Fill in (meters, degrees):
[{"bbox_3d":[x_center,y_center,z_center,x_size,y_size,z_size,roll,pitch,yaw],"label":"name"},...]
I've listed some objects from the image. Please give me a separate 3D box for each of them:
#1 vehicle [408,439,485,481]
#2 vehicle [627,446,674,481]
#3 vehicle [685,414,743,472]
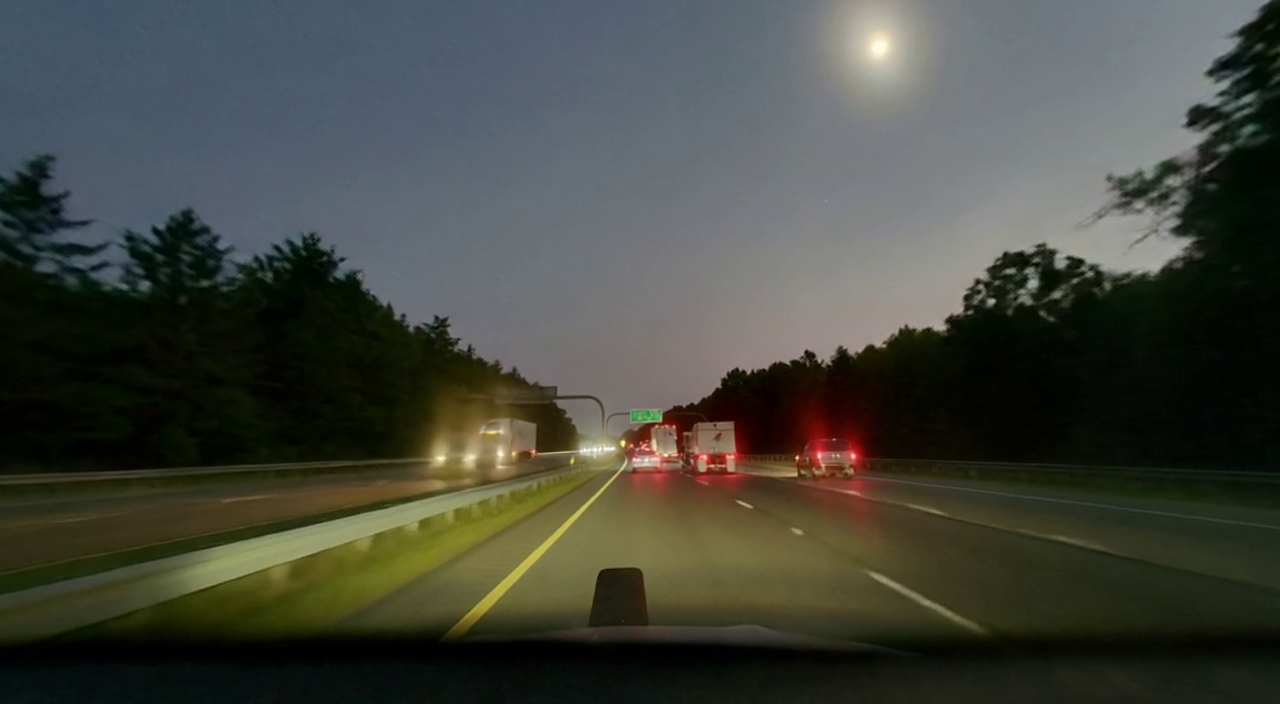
[{"bbox_3d":[-8.480,4.759,28.060,2.044,1.696,4.248,0,-9,0],"label":"vehicle"},{"bbox_3d":[0.449,5.193,29.746,2.069,1.523,4.012,0,-9,-1],"label":"vehicle"},{"bbox_3d":[4.500,5.755,39.794,2.600,3.282,7.635,0,-9,-1],"label":"vehicle"}]
